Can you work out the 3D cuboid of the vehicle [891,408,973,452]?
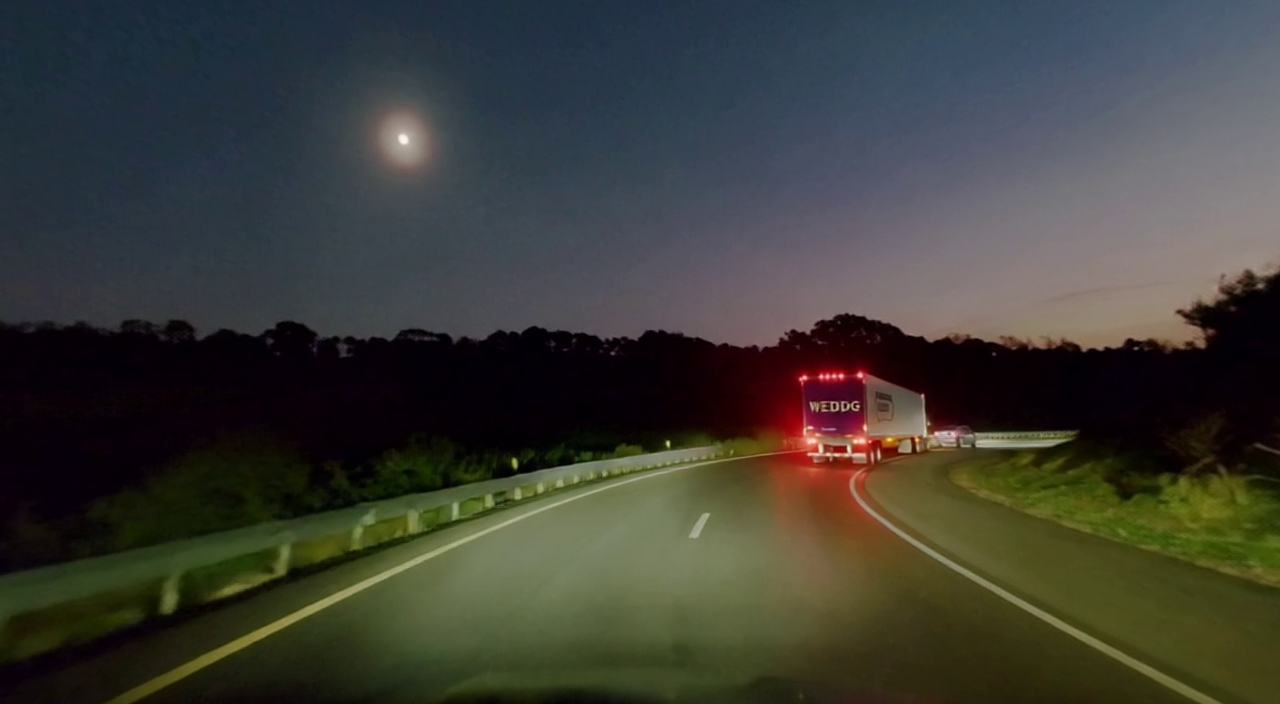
[{"bbox_3d":[18.154,4.841,38.848,6.650,2.524,2.120,7,-10,-43],"label":"vehicle"}]

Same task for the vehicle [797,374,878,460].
[{"bbox_3d":[9.363,3.121,29.714,2.963,3.771,3.137,-4,-9,28],"label":"vehicle"}]
